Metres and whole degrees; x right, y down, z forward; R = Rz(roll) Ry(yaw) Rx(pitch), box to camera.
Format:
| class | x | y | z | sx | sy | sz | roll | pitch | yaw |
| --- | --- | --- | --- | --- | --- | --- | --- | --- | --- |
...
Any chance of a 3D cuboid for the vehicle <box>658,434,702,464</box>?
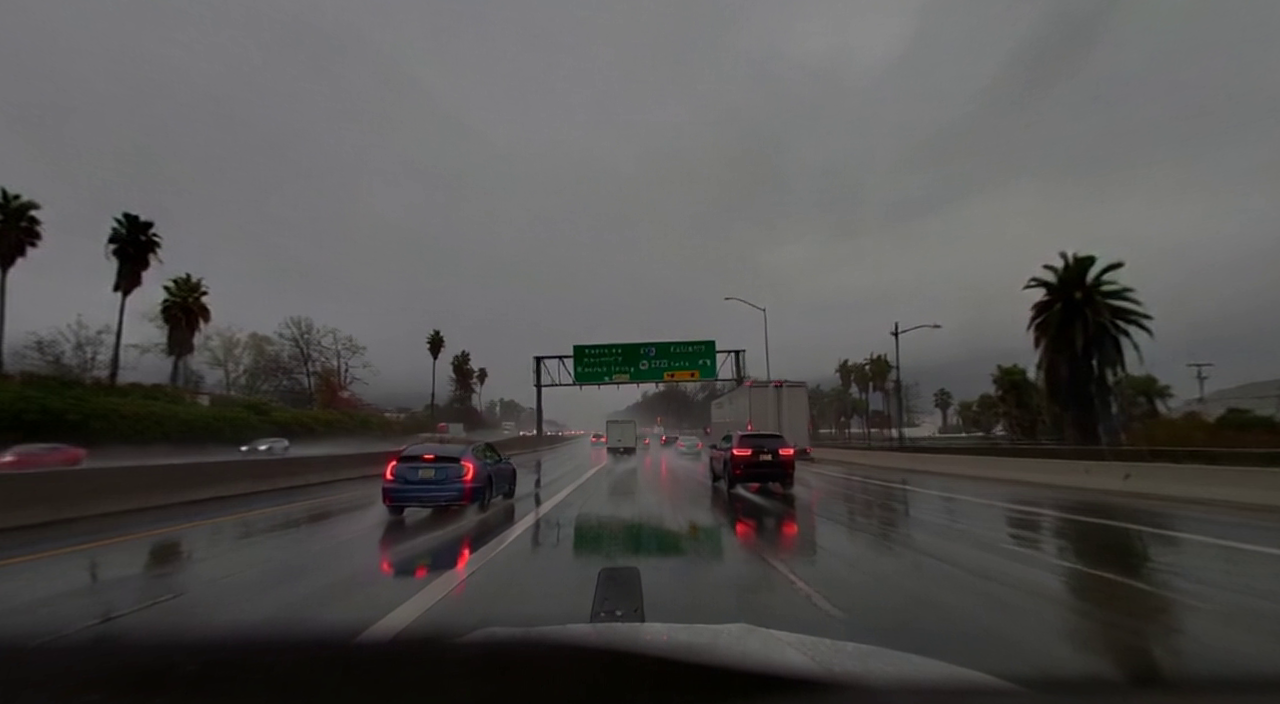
| class | x | y | z | sx | sy | sz | roll | pitch | yaw |
| --- | --- | --- | --- | --- | --- | --- | --- | --- | --- |
| vehicle | 2.554 | 6.436 | 41.837 | 2.476 | 1.843 | 5.652 | 0 | -8 | -1 |

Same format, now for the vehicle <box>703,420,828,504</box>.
| class | x | y | z | sx | sy | sz | roll | pitch | yaw |
| --- | --- | --- | --- | --- | --- | --- | --- | --- | --- |
| vehicle | 3.055 | 2.800 | 16.467 | 2.173 | 1.870 | 4.499 | 0 | -8 | -2 |

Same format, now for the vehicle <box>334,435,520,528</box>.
| class | x | y | z | sx | sy | sz | roll | pitch | yaw |
| --- | --- | --- | --- | --- | --- | --- | --- | --- | --- |
| vehicle | -3.718 | 2.325 | 11.996 | 1.998 | 1.423 | 4.436 | 0 | -8 | 0 |

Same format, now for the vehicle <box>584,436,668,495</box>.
| class | x | y | z | sx | sy | sz | roll | pitch | yaw |
| --- | --- | --- | --- | --- | --- | --- | --- | --- | --- |
| vehicle | -0.389 | 3.174 | 17.967 | 2.136 | 1.470 | 3.971 | 0 | -8 | -1 |
